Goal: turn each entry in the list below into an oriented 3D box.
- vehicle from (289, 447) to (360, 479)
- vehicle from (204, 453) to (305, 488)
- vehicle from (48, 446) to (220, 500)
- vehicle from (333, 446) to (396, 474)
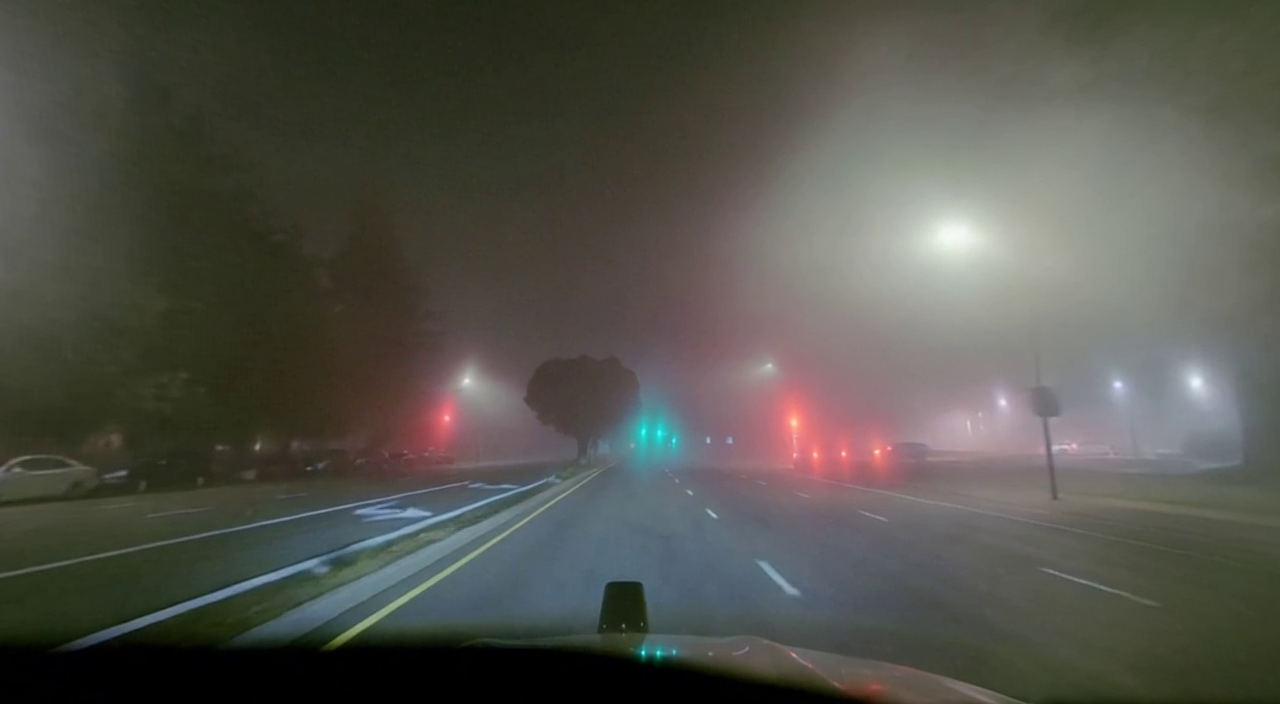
[{"bbox_3d":[-17.950,6.303,36.063,1.952,1.649,4.414,0,-8,-3],"label":"vehicle"},{"bbox_3d":[-17.990,5.516,29.699,1.839,1.456,4.507,0,-8,0],"label":"vehicle"},{"bbox_3d":[-18.013,4.282,22.858,2.200,1.730,4.886,0,-8,-1],"label":"vehicle"},{"bbox_3d":[-18.068,7.102,41.635,2.115,1.716,4.900,0,-8,-2],"label":"vehicle"}]
